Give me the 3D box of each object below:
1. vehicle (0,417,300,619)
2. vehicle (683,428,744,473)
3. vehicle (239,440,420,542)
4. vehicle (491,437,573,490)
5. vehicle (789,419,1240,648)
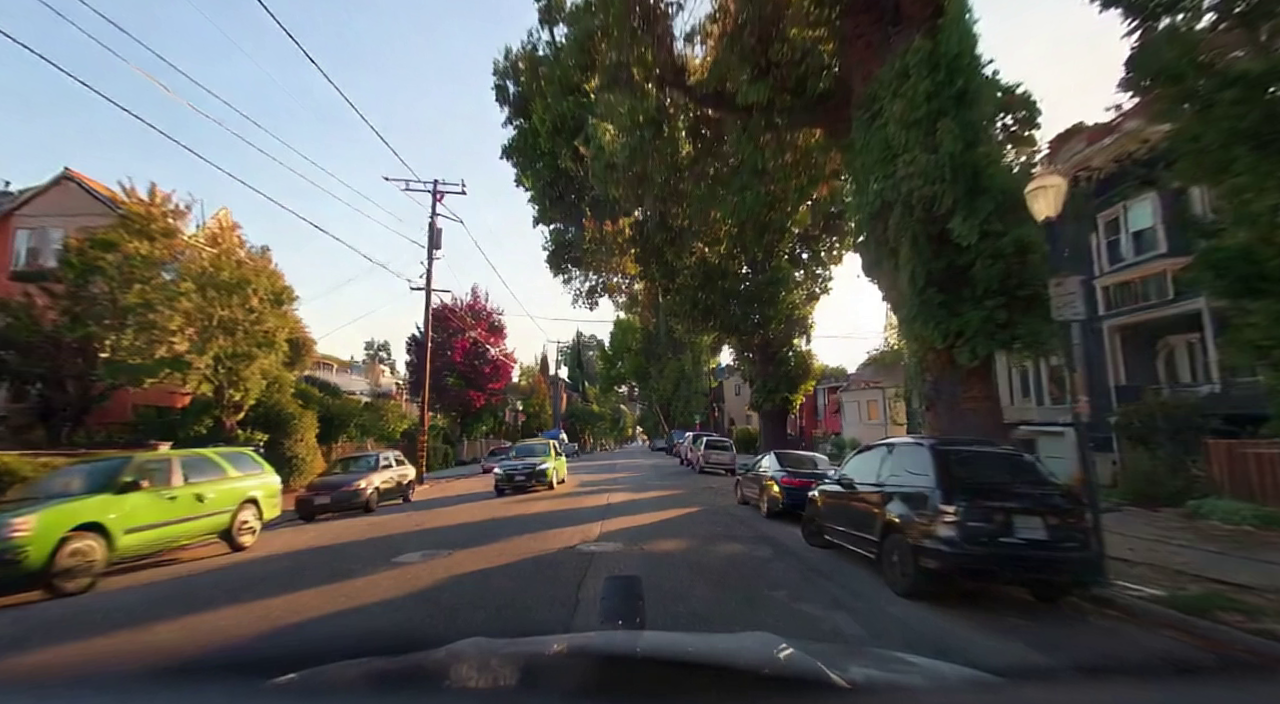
[{"bbox_3d":[-6.874,1.821,8.401,2.031,1.845,4.825,0,-5,-1],"label":"vehicle"},{"bbox_3d":[3.110,4.326,27.686,2.013,1.775,4.570,0,-9,-1],"label":"vehicle"},{"bbox_3d":[-6.807,2.997,14.454,1.936,1.528,4.620,-3,-4,-2],"label":"vehicle"},{"bbox_3d":[-3.387,3.570,20.483,1.929,1.535,4.075,0,-9,0],"label":"vehicle"},{"bbox_3d":[3.095,1.566,6.551,1.869,1.531,4.383,0,-9,-2],"label":"vehicle"}]
